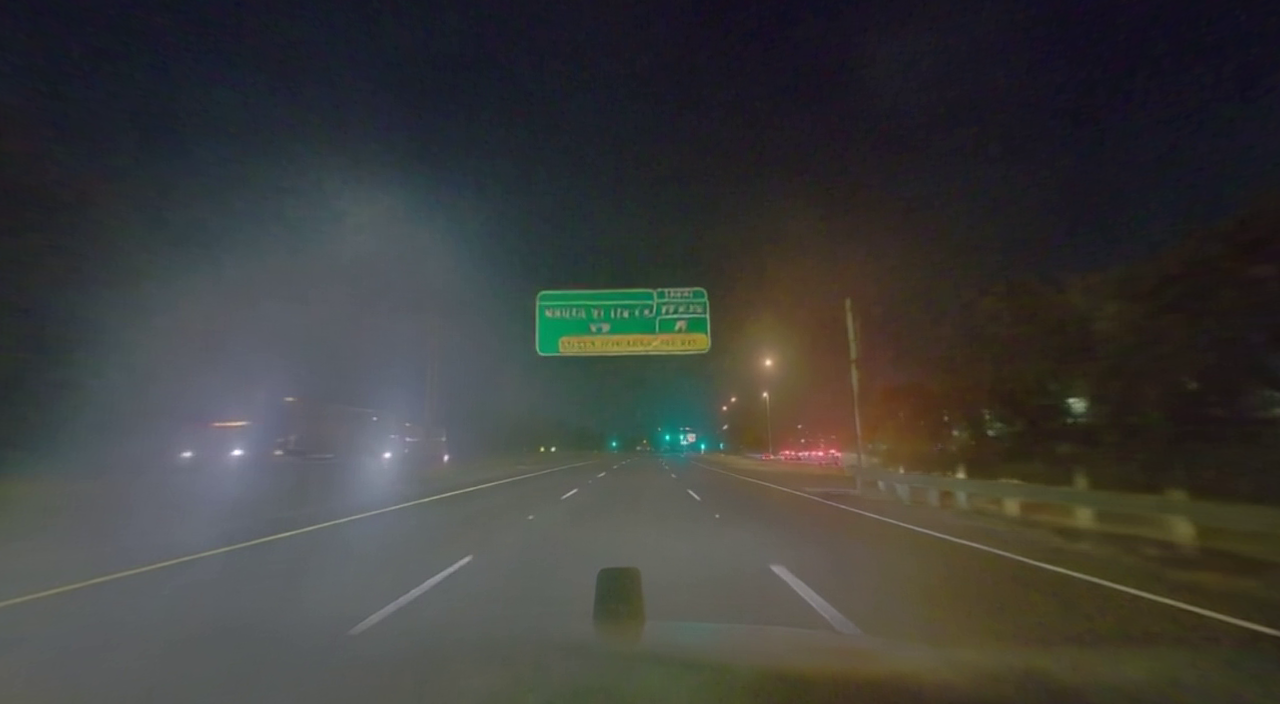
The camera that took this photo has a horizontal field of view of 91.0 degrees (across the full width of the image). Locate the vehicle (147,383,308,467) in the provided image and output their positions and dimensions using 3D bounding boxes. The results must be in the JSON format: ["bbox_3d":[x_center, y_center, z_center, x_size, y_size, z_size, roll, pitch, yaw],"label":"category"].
[{"bbox_3d":[-21.146,3.964,33.045,3.073,3.890,7.481,0,-9,2],"label":"vehicle"}]

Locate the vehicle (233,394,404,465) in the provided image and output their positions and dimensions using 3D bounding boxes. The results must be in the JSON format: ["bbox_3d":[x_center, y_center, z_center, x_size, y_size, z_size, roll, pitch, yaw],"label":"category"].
[{"bbox_3d":[-20.878,5.488,42.989,2.889,3.945,15.988,0,-9,2],"label":"vehicle"}]
